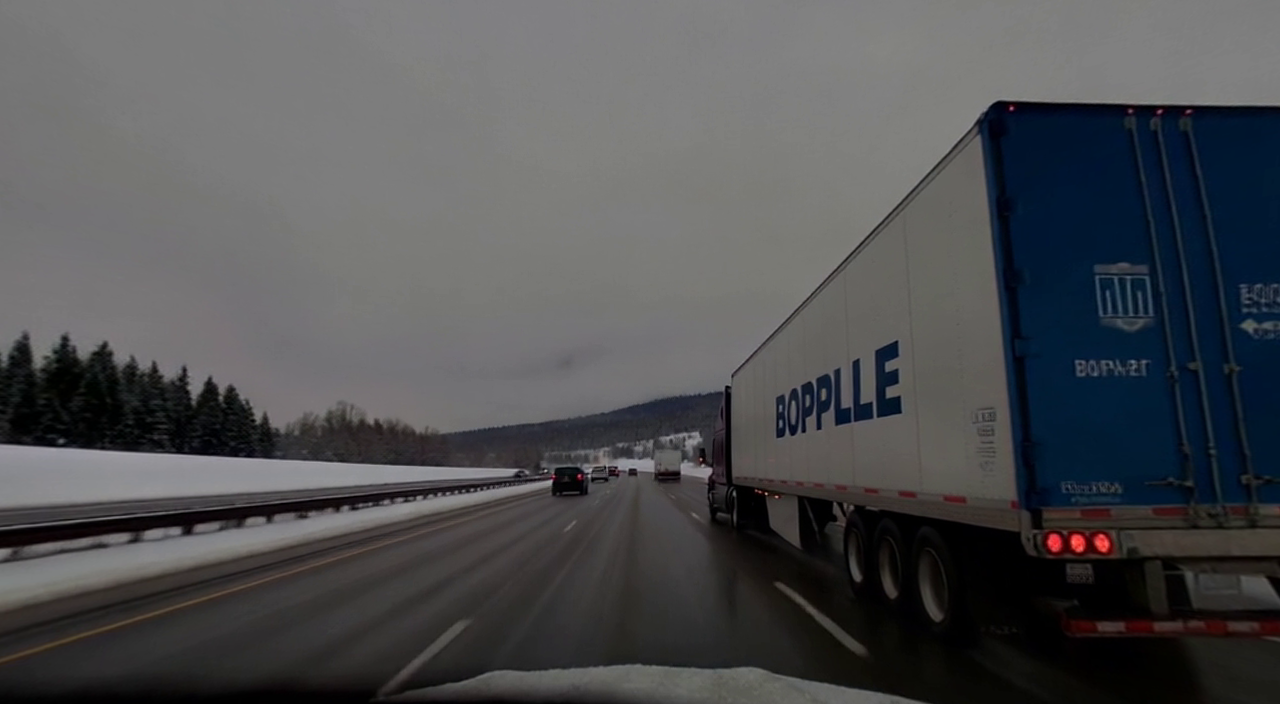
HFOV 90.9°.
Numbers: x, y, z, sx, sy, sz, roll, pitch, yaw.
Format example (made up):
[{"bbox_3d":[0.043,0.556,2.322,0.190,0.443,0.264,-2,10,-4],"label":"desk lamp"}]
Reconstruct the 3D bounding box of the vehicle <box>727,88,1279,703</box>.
[{"bbox_3d":[3.941,1.417,11.019,2.839,4.062,14.051,1,-11,0],"label":"vehicle"}]

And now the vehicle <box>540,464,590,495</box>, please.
[{"bbox_3d":[-4.079,7.031,34.984,2.088,1.566,4.853,1,-11,1],"label":"vehicle"}]
